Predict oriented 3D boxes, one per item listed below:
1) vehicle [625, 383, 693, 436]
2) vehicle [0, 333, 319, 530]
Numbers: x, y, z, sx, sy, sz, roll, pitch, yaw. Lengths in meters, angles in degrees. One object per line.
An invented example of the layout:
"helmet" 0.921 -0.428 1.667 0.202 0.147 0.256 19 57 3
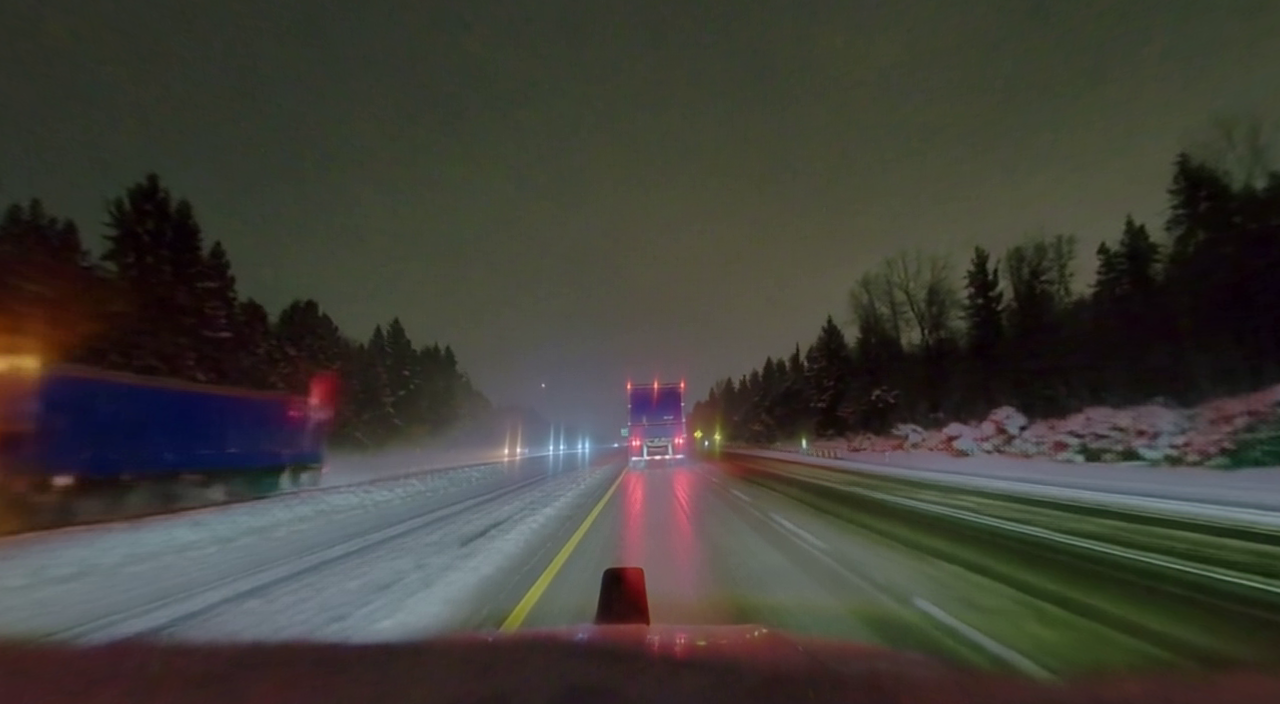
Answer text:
"vehicle" 0.637 2.435 25.474 2.509 1.890 4.732 0 -8 -2
"vehicle" -14.846 2.550 19.148 2.723 4.121 14.048 -1 -8 0
